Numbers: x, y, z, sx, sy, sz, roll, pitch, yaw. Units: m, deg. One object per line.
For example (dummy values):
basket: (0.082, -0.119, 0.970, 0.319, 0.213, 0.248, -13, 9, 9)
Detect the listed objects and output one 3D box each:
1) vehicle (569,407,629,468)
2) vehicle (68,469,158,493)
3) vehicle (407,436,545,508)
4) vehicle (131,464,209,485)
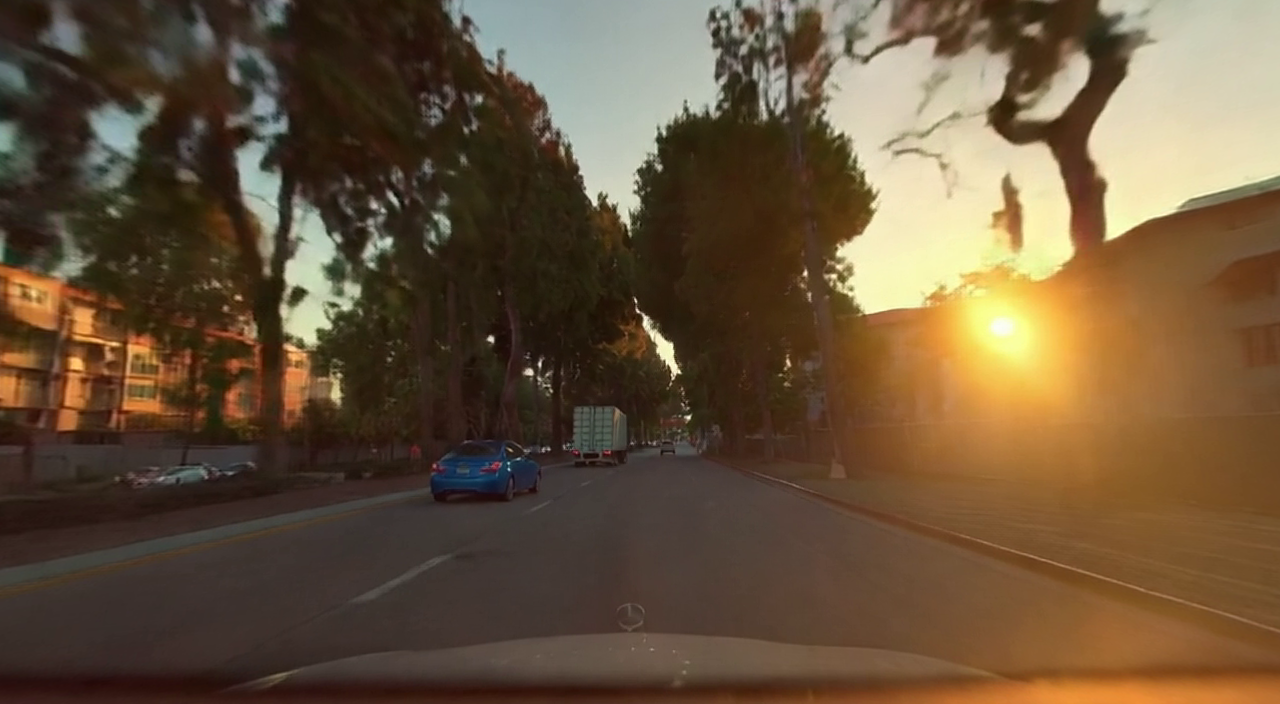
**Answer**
vehicle: (-2.306, 5.199, 38.401, 2.746, 3.276, 8.572, 0, -8, 2)
vehicle: (-34.029, 8.316, 40.764, 3.992, 1.467, 2.092, -1, -10, 4)
vehicle: (-3.725, 2.795, 15.254, 2.005, 1.462, 4.345, 0, -8, 3)
vehicle: (-34.374, 8.961, 46.145, 4.333, 1.436, 1.871, -1, -8, 4)
